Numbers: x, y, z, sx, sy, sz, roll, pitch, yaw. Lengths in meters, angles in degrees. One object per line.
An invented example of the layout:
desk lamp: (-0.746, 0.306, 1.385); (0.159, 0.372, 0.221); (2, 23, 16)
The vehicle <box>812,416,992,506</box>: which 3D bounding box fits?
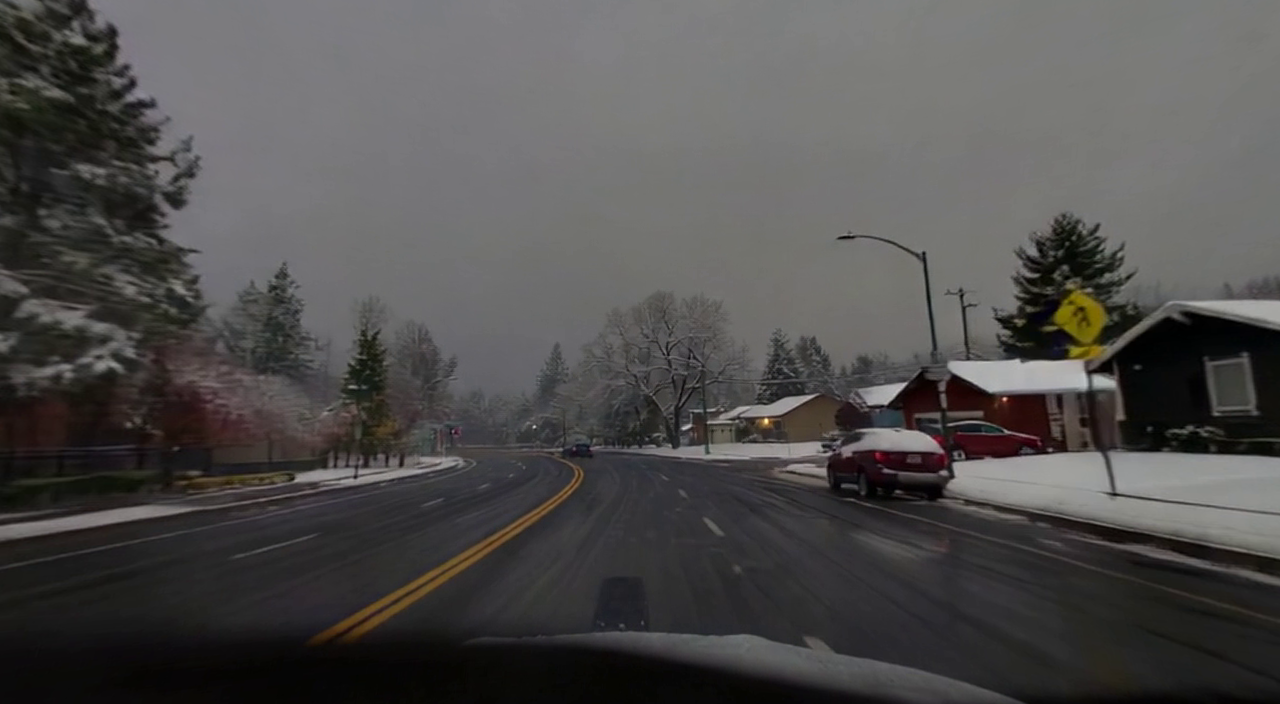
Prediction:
vehicle: (6.684, 2.885, 17.194); (2.348, 1.986, 6.289); (0, -8, 2)
